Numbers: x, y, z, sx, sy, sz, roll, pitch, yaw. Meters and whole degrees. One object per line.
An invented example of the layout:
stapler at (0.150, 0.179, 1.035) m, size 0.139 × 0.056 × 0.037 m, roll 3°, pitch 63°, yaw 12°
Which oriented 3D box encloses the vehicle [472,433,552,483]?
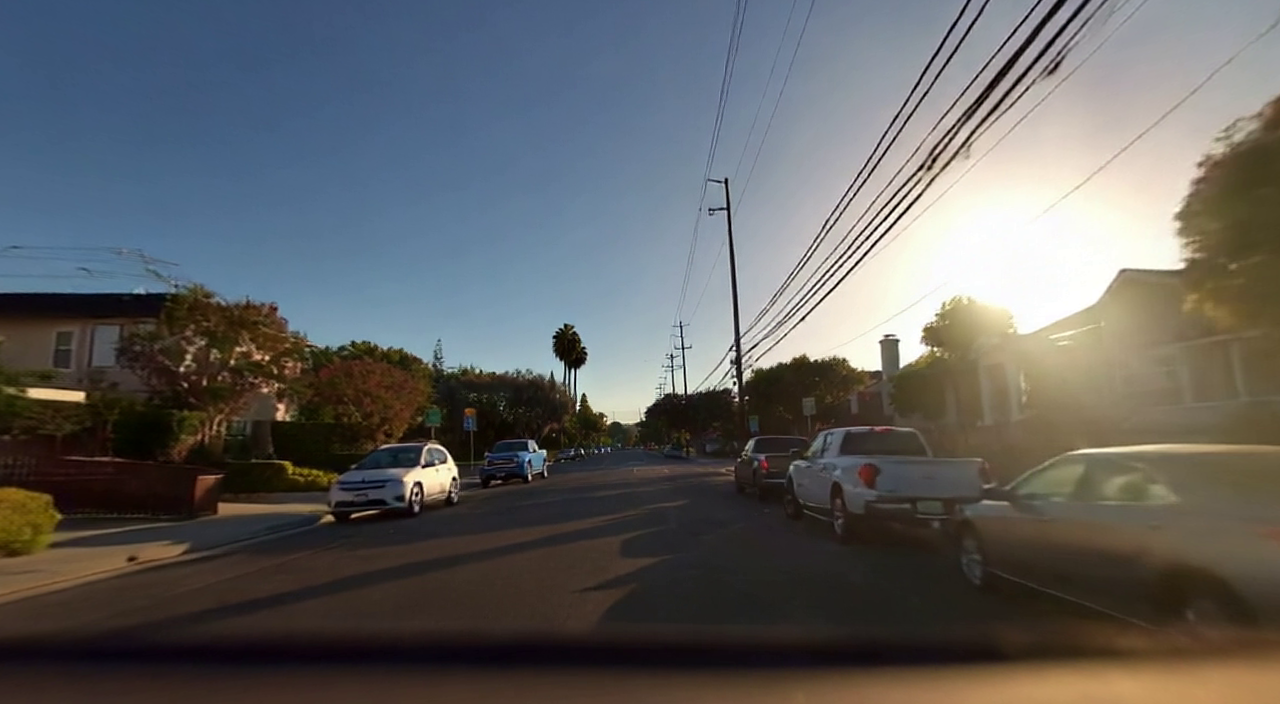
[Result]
vehicle at (-5.724, 4.844, 29.183) m, size 2.455 × 2.045 × 6.171 m, roll 0°, pitch -8°, yaw 0°

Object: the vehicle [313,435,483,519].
vehicle at (-5.762, 3.020, 15.885) m, size 2.226 × 1.768 × 4.780 m, roll 0°, pitch -8°, yaw 2°

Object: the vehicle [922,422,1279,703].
vehicle at (3.850, 1.317, 4.509) m, size 1.854 × 1.493 × 3.880 m, roll 0°, pitch -8°, yaw 0°

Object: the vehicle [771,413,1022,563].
vehicle at (3.520, 1.953, 9.850) m, size 1.979 × 1.762 × 4.621 m, roll 0°, pitch -8°, yaw 0°
